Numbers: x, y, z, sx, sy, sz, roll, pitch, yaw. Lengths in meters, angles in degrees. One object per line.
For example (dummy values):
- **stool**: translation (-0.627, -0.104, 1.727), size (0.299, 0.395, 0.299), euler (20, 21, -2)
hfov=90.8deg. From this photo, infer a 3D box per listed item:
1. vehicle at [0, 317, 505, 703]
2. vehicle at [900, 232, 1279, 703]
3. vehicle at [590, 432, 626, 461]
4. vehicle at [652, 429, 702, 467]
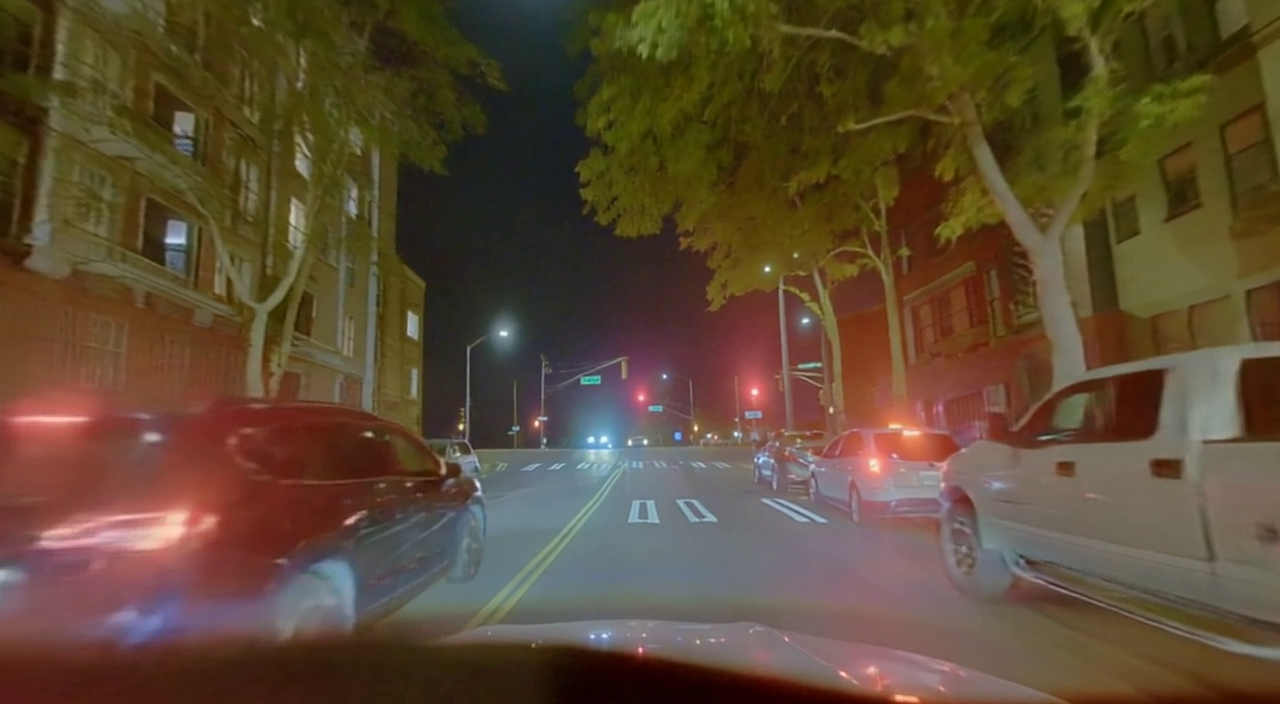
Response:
- **vehicle**: translation (-2.818, 1.184, 4.615), size (2.333, 1.832, 5.200), euler (-1, -8, 2)
- **vehicle**: translation (3.699, 0.658, 3.174), size (2.356, 2.043, 5.791), euler (-1, -8, 1)
- **vehicle**: translation (-1.988, 5.941, 39.793), size (1.979, 1.723, 3.849), euler (-1, -8, 1)
- **vehicle**: translation (1.810, 4.507, 29.612), size (2.111, 1.619, 4.077), euler (-1, -8, 6)
